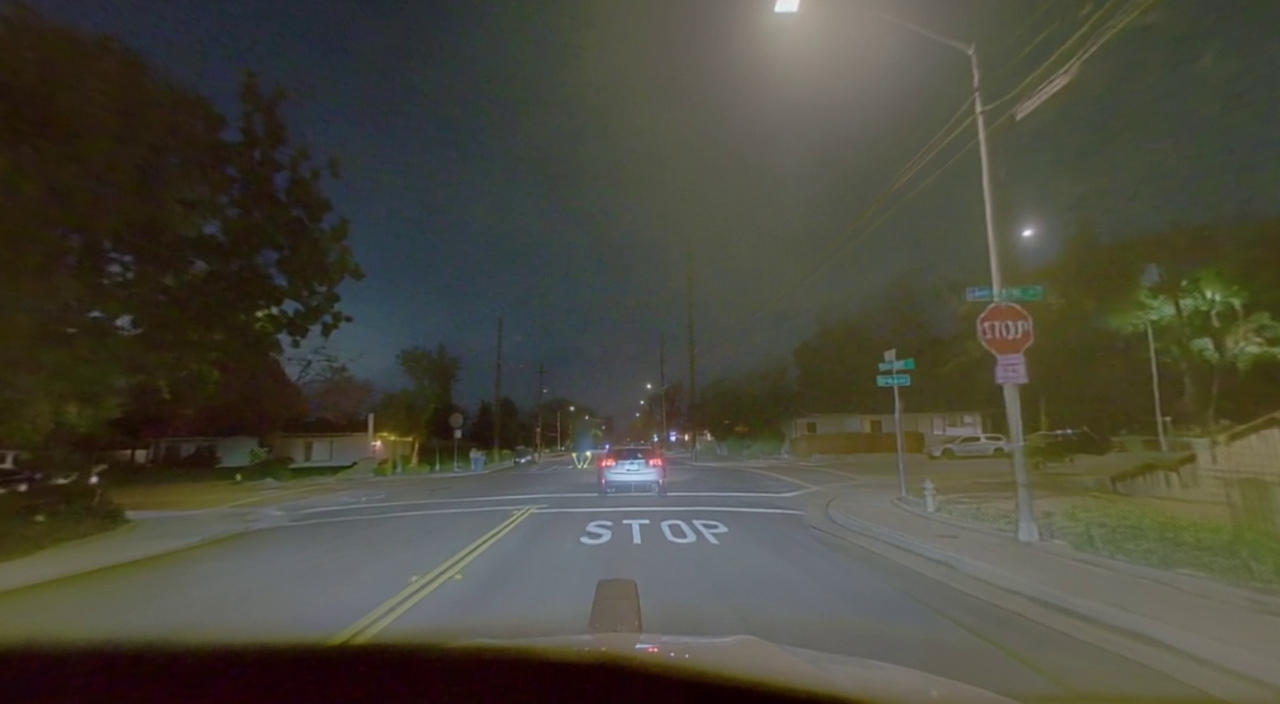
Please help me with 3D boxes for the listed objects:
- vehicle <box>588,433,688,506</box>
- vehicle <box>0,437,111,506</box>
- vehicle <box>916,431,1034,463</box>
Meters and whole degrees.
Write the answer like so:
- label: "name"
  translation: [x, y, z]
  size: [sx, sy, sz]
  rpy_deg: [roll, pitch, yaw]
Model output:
- label: "vehicle"
  translation: [-0.106, 2.743, 15.124]
  size: [2.043, 1.484, 4.340]
  rpy_deg: [0, -9, -2]
- label: "vehicle"
  translation: [-20.872, 3.924, 20.010]
  size: [5.796, 1.946, 2.391]
  rpy_deg: [-3, -10, -4]
- label: "vehicle"
  translation: [16.598, 4.725, 31.342]
  size: [4.748, 1.488, 2.029]
  rpy_deg: [1, -9, -4]
